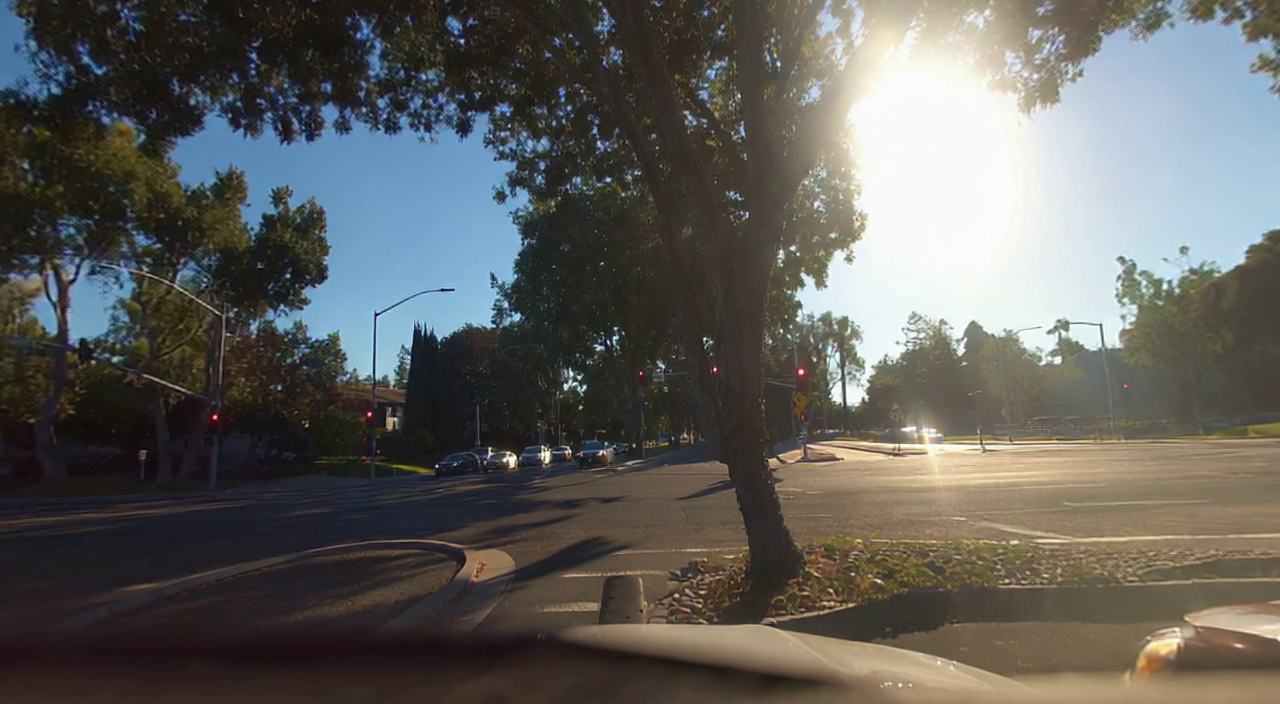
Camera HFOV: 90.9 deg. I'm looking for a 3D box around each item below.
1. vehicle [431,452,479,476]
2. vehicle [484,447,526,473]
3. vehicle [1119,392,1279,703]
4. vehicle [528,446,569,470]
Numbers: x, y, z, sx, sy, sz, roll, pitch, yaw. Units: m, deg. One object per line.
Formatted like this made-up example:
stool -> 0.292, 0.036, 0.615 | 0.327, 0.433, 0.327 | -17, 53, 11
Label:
vehicle -> -13.395, 8.109, 45.975 | 2.101, 1.637, 4.304 | 0, -9, 1
vehicle -> -9.773, 7.829, 45.924 | 2.064, 1.725, 4.243 | 0, -9, 1
vehicle -> 3.058, 0.619, 0.410 | 1.978, 1.468, 4.544 | 0, -9, 1
vehicle -> -6.564, 7.608, 45.504 | 2.126, 1.657, 4.307 | -1, -9, 2
